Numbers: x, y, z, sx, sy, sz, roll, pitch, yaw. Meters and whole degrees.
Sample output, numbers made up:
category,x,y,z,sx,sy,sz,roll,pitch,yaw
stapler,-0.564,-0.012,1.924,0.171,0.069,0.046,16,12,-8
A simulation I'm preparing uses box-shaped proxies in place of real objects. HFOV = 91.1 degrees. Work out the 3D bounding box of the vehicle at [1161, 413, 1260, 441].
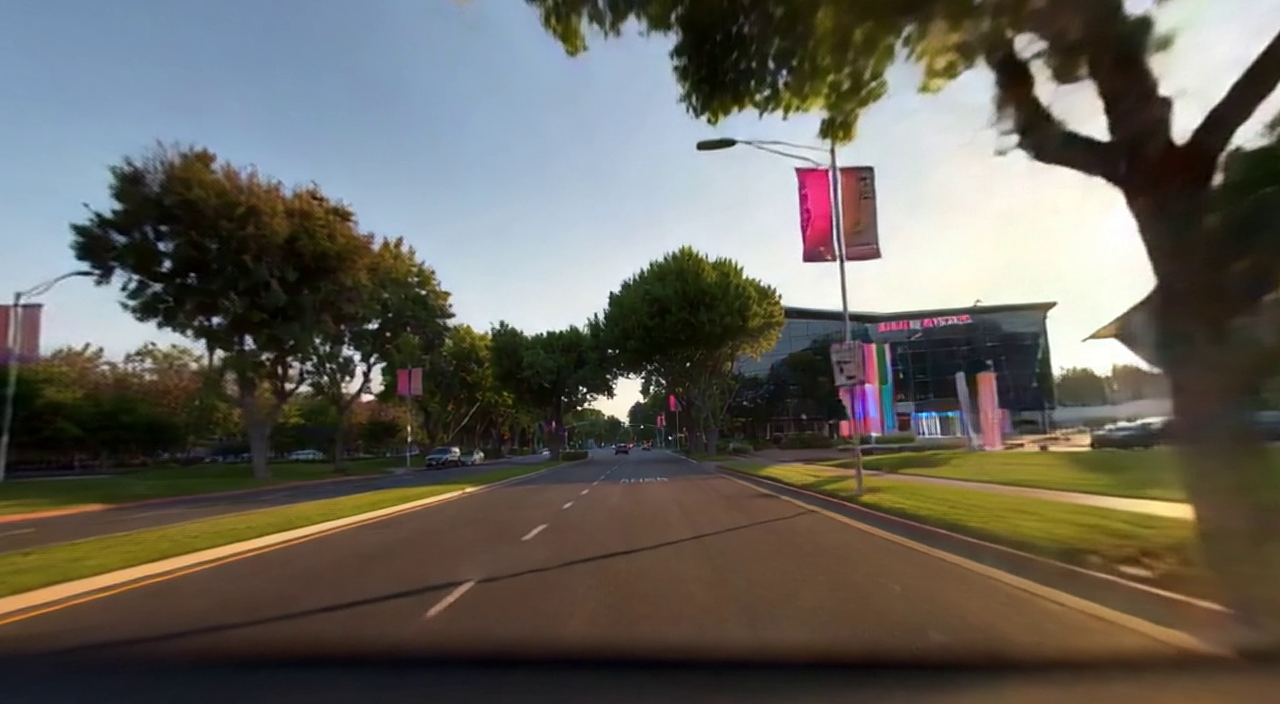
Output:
category,x,y,z,sx,sy,sz,roll,pitch,yaw
vehicle,33.469,4.450,36.981,1.917,1.469,4.195,0,-9,1

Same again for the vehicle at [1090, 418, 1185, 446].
category,x,y,z,sx,sy,sz,roll,pitch,yaw
vehicle,28.140,4.597,35.684,1.895,1.503,4.234,0,-9,0
